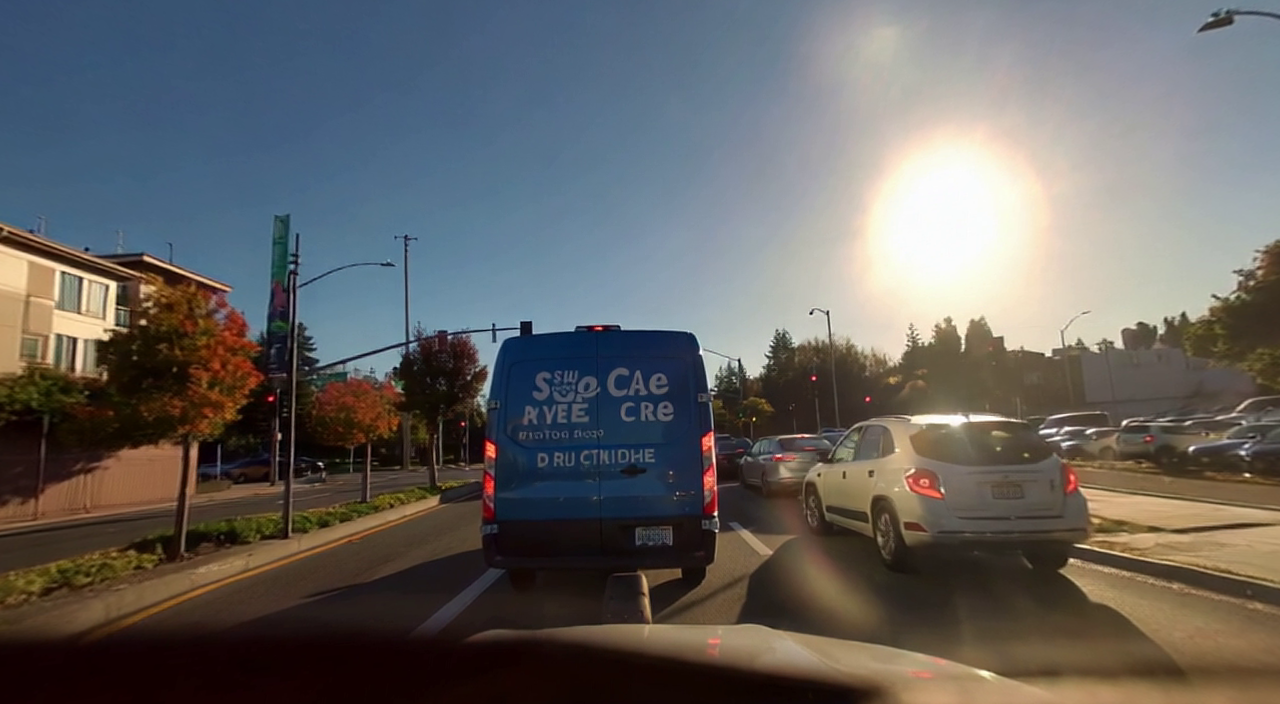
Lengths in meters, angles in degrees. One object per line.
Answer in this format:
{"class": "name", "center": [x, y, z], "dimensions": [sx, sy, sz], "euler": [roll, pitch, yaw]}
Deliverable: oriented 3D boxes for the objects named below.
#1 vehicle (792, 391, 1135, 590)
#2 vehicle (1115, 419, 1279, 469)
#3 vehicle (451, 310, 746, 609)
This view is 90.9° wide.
{"class": "vehicle", "center": [3.420, 1.555, 7.854], "dimensions": [1.965, 1.771, 4.295], "euler": [0, -8, 0]}
{"class": "vehicle", "center": [17.186, 2.831, 19.449], "dimensions": [3.491, 1.443, 1.837], "euler": [0, -8, 0]}
{"class": "vehicle", "center": [-0.313, 1.239, 7.807], "dimensions": [2.422, 2.488, 4.992], "euler": [0, -8, 1]}
